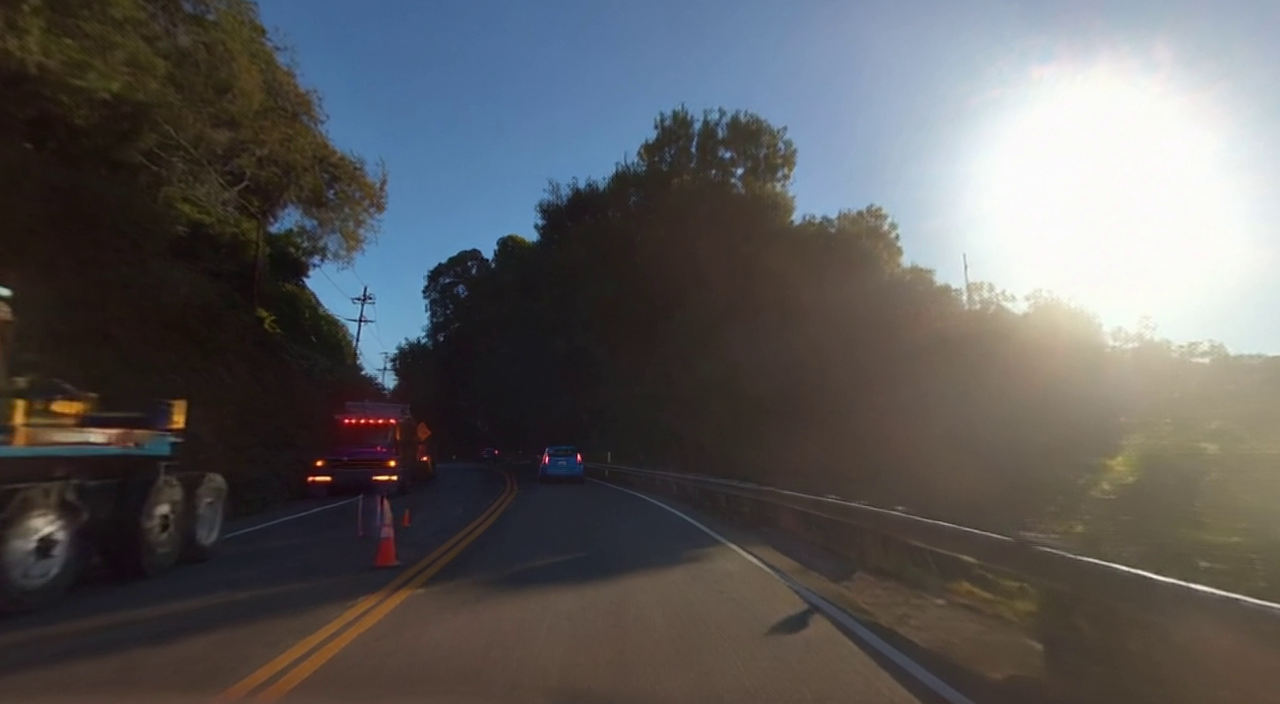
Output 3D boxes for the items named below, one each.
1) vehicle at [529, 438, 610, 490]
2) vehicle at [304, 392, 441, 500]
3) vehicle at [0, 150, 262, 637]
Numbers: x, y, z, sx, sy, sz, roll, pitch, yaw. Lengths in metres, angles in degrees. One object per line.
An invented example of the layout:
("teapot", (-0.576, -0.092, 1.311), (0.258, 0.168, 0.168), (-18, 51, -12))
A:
("vehicle", (-2.425, 3.627, 20.751), (2.259, 1.503, 4.075), (2, -9, -12))
("vehicle", (-7.188, 2.600, 17.525), (2.257, 2.597, 4.069), (1, -8, -6))
("vehicle", (-5.417, 0.283, 4.252), (2.364, 3.191, 4.942), (0, -8, 3))
